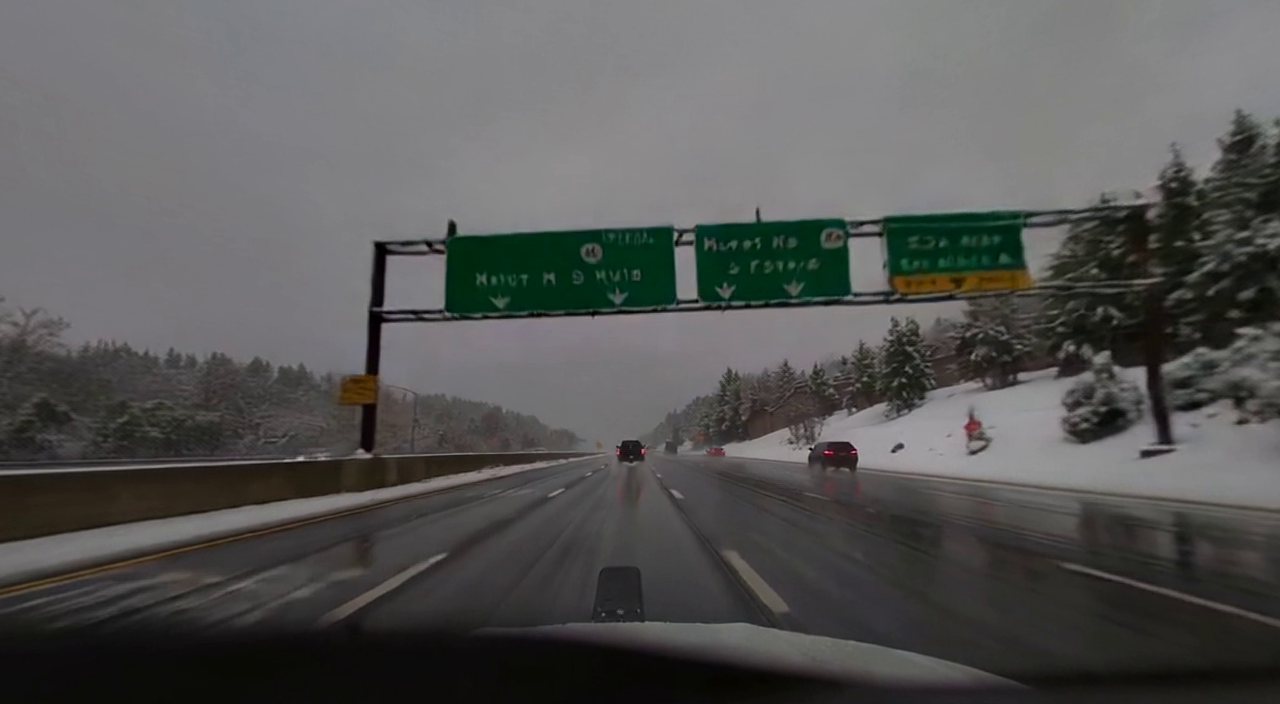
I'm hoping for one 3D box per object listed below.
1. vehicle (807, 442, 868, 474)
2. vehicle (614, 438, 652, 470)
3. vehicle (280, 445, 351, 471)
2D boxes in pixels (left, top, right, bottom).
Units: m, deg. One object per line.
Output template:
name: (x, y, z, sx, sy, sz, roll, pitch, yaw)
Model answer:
vehicle: (11.117, 5.959, 35.872, 1.912, 1.673, 4.438, 0, -8, -1)
vehicle: (-0.464, 5.989, 37.119, 2.121, 1.739, 4.087, 0, -8, -2)
vehicle: (-21.673, 7.068, 42.463, 2.039, 1.585, 5.259, 0, -9, 0)
